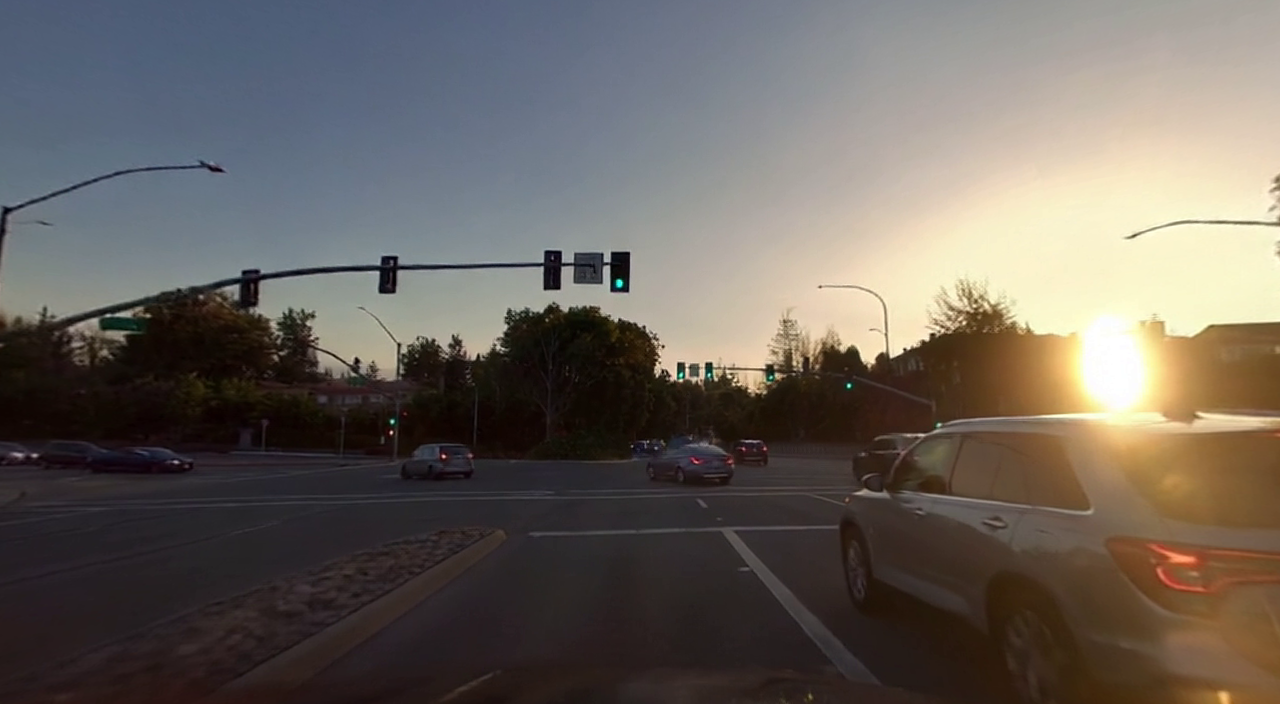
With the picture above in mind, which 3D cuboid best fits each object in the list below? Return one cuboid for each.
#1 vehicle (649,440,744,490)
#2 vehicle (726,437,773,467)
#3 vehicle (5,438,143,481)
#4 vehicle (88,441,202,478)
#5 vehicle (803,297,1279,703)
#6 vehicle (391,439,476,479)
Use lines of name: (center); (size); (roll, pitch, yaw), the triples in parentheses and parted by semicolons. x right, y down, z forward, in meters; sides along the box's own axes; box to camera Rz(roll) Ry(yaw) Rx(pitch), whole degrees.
vehicle: (1.760, 3.738, 21.354); (2.009, 1.480, 4.423); (2, -8, -11)
vehicle: (7.045, 6.482, 41.105); (2.105, 1.830, 4.610); (0, -8, -1)
vehicle: (-27.744, 5.253, 31.017); (4.689, 1.734, 2.034); (3, -8, -1)
vehicle: (-26.728, 5.807, 34.127); (4.365, 1.629, 2.004); (3, -8, 0)
vehicle: (2.741, 1.041, 3.986); (2.115, 1.737, 4.642); (0, -8, -1)
vehicle: (-9.700, 4.955, 29.459); (2.099, 1.705, 4.020); (8, -12, -44)
